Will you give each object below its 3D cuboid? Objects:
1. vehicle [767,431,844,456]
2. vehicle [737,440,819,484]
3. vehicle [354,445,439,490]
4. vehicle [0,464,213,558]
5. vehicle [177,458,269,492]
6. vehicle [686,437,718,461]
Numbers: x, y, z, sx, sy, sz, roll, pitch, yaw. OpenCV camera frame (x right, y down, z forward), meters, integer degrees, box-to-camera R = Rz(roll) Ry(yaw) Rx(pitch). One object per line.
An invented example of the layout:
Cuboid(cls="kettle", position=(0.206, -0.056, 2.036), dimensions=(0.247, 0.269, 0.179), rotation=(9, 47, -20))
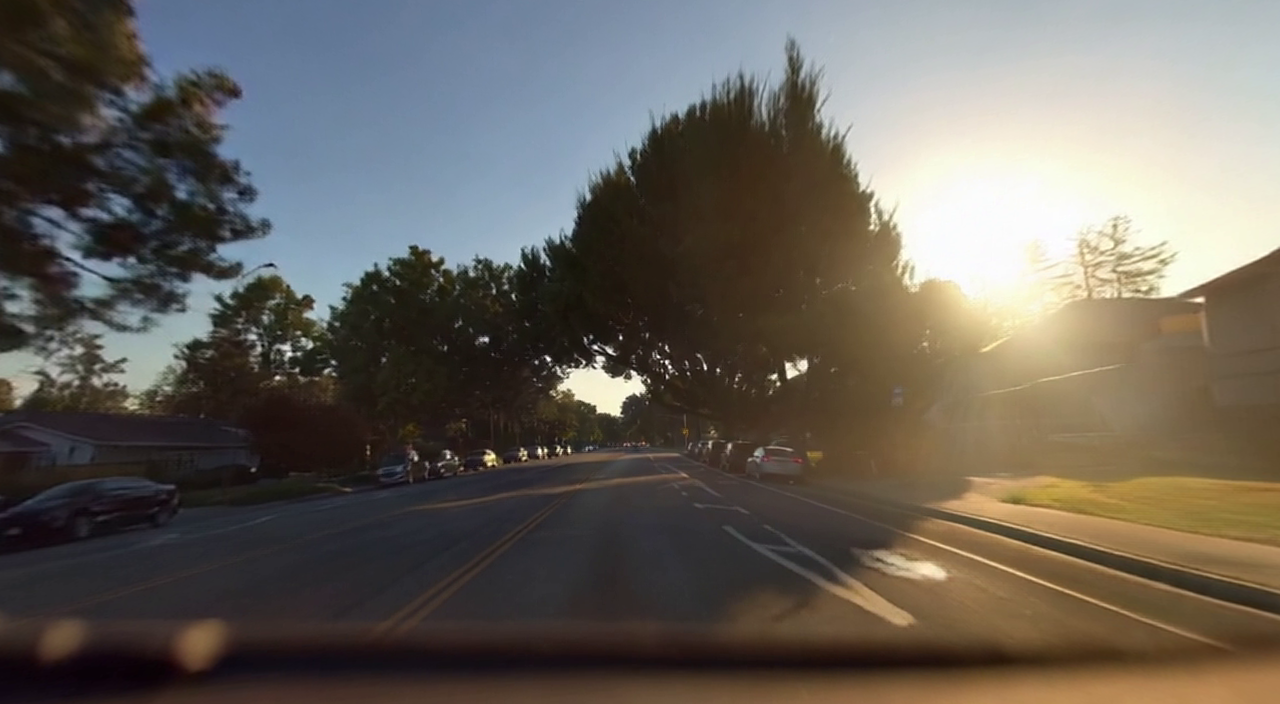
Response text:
Cuboid(cls="vehicle", position=(11.130, 6.221, 42.780), dimensions=(4.622, 1.595, 2.105), rotation=(-1, -8, 3))
Cuboid(cls="vehicle", position=(4.992, 4.044, 23.541), dimensions=(1.923, 1.454, 4.460), rotation=(0, -8, -2))
Cuboid(cls="vehicle", position=(-12.215, 5.800, 32.111), dimensions=(2.156, 1.935, 5.464), rotation=(-4, -9, 0))
Cuboid(cls="vehicle", position=(-12.162, 3.475, 14.273), dimensions=(1.872, 1.472, 4.719), rotation=(-7, -8, -2))
Cuboid(cls="vehicle", position=(-21.974, 6.473, 33.505), dimensions=(1.823, 1.595, 4.174), rotation=(-1, -8, 3))
Cuboid(cls="vehicle", position=(4.695, 7.395, 48.331), dimensions=(1.919, 1.698, 4.747), rotation=(0, -8, 0))
